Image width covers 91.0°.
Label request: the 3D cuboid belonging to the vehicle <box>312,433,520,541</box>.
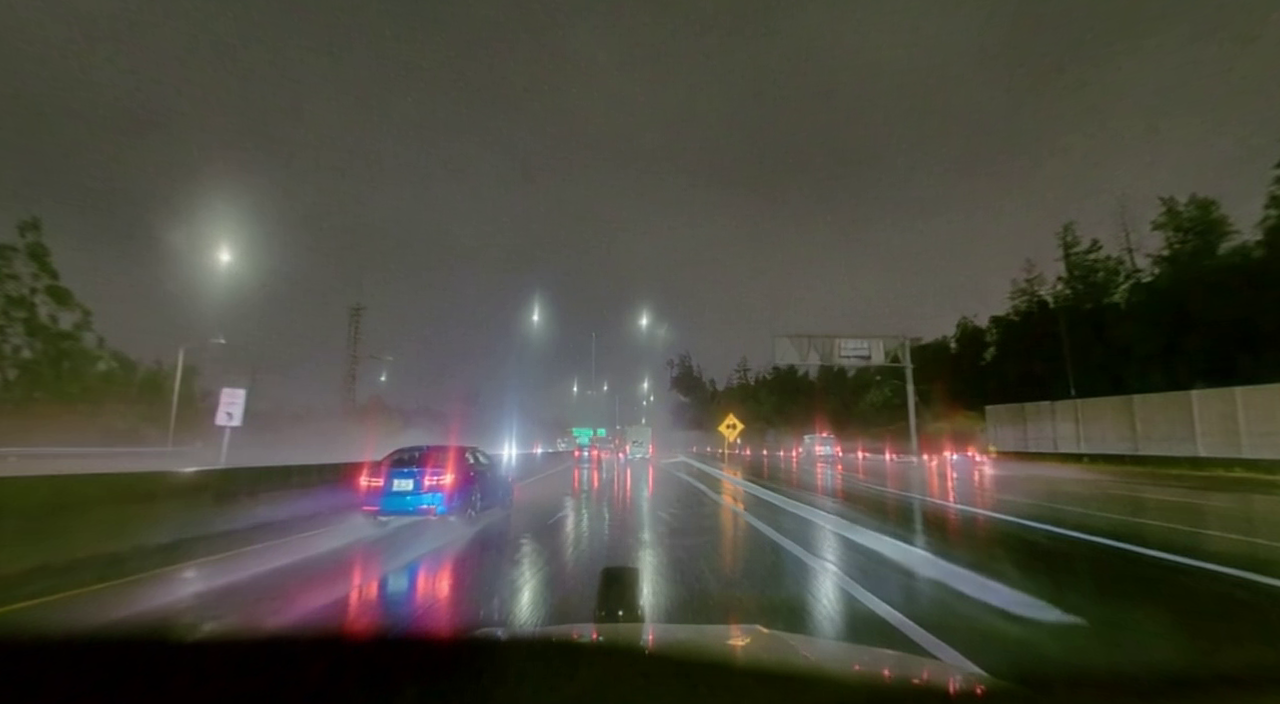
[{"bbox_3d":[-3.638,2.278,11.341,2.012,1.510,4.672,0,-9,0],"label":"vehicle"}]

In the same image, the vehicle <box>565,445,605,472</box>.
[{"bbox_3d":[-3.076,6.063,36.051,1.965,1.459,4.145,0,-9,-1],"label":"vehicle"}]
